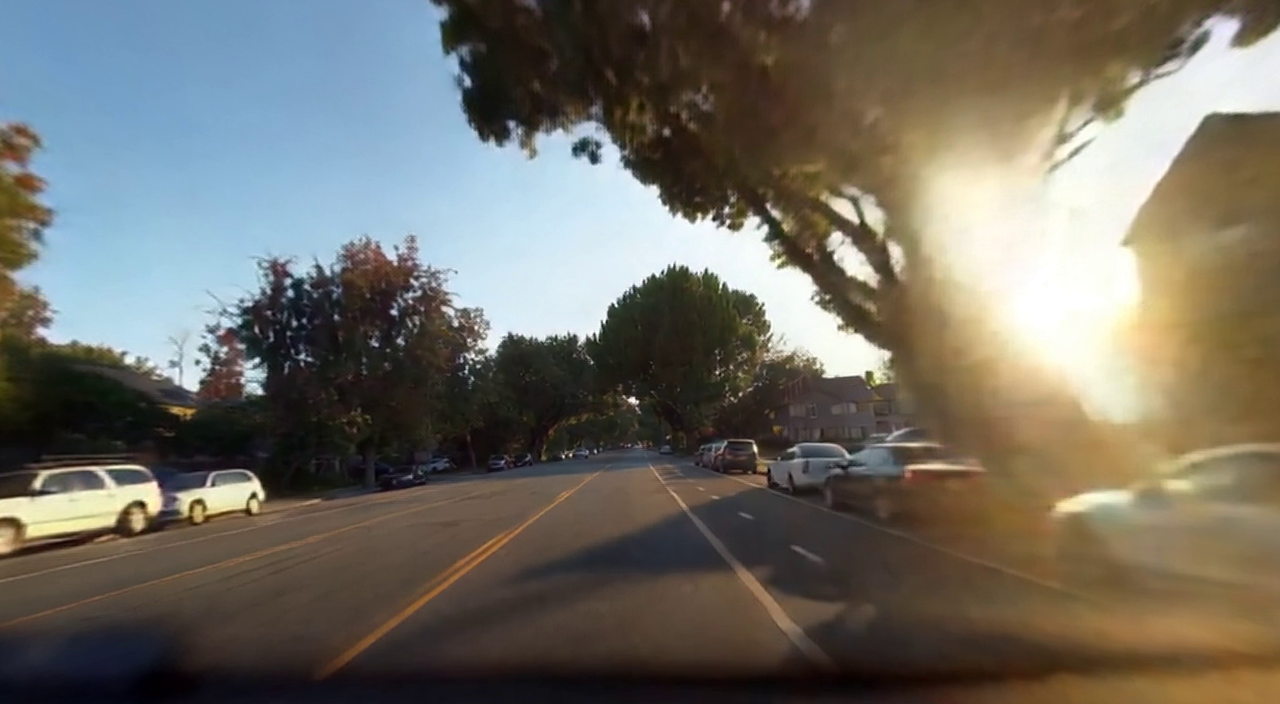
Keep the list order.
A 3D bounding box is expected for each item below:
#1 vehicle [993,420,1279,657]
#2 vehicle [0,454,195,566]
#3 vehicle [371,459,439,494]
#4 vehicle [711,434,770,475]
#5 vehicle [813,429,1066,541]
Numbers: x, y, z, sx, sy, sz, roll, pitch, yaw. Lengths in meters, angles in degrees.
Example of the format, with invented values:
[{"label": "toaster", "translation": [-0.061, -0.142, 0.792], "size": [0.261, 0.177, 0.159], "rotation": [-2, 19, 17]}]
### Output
[{"label": "vehicle", "translation": [4.910, 1.269, 4.667], "size": [1.923, 1.454, 4.460], "rotation": [0, -9, -2]}, {"label": "vehicle", "translation": [-12.267, 3.162, 13.053], "size": [2.156, 1.935, 5.464], "rotation": [-3, -10, 0]}, {"label": "vehicle", "translation": [-12.664, 6.728, 34.390], "size": [1.972, 1.475, 4.503], "rotation": [-5, -9, 0]}, {"label": "vehicle", "translation": [4.542, 4.731, 29.305], "size": [1.919, 1.698, 4.747], "rotation": [0, -9, -1]}, {"label": "vehicle", "translation": [4.819, 2.210, 11.269], "size": [1.933, 1.511, 5.086], "rotation": [0, -9, -1]}]
